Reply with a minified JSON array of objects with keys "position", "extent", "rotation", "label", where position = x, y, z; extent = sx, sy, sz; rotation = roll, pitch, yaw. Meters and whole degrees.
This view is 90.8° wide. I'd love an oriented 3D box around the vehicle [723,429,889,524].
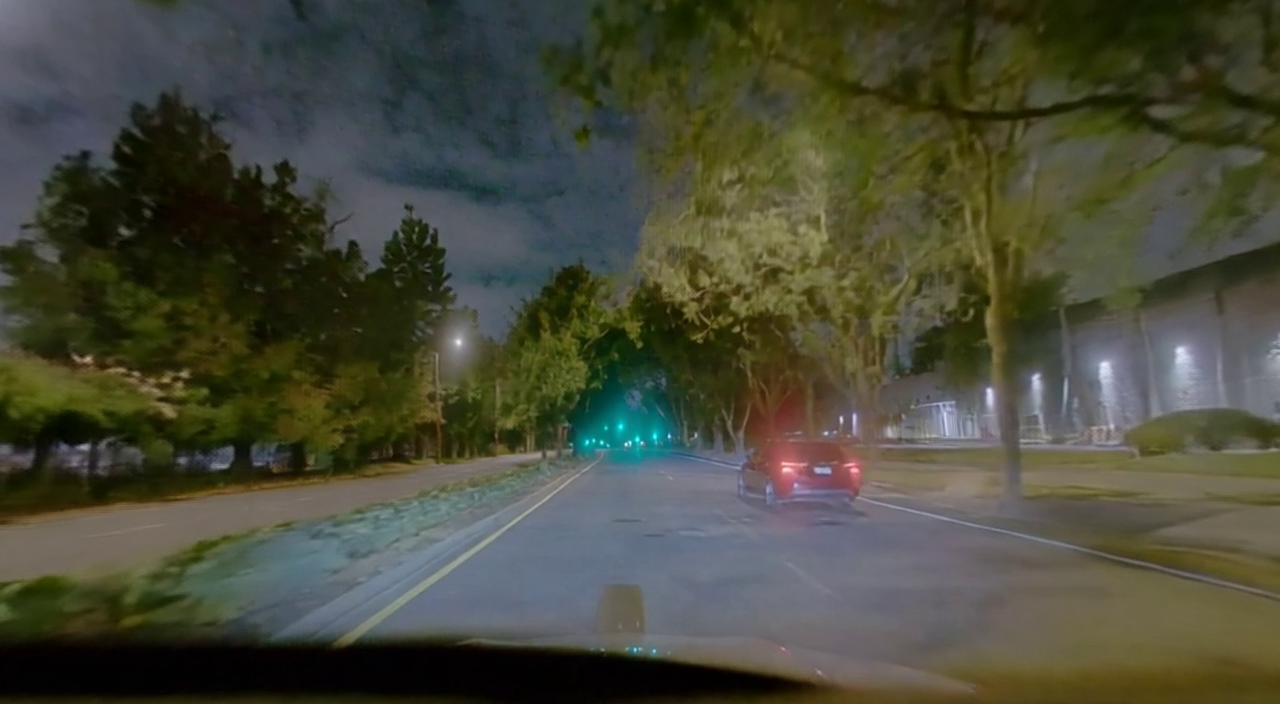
[{"position":[2.996,2.354,12.478],"extent":[1.985,1.529,4.316],"rotation":[0,-8,-2],"label":"vehicle"}]
